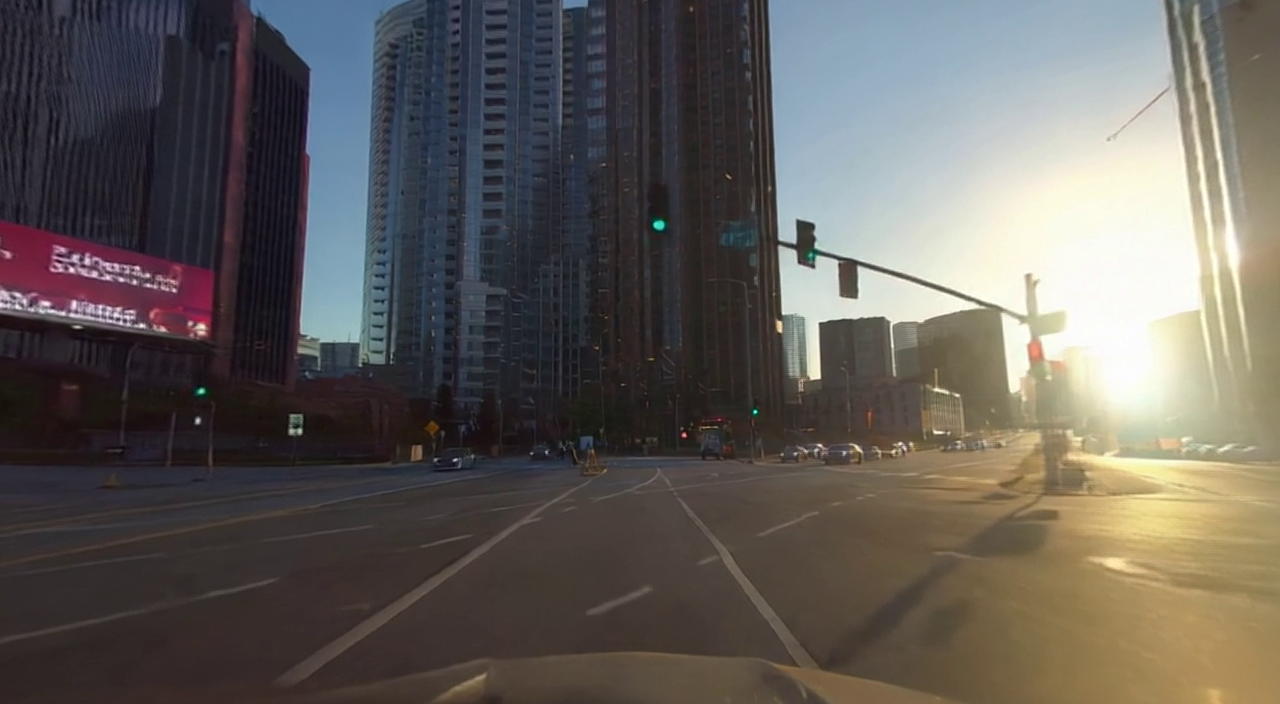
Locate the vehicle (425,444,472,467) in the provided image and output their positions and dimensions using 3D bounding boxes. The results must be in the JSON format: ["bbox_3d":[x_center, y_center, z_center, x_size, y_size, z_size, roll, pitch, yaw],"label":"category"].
[{"bbox_3d":[-14.909,8.062,49.467,2.161,1.681,4.743,0,-8,1],"label":"vehicle"}]

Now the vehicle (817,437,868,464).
[{"bbox_3d":[14.637,7.051,45.387,2.232,1.814,5.285,-5,-10,31],"label":"vehicle"}]

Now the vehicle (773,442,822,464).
[{"bbox_3d":[11.668,7.420,46.510,2.023,1.527,5.016,-5,-10,31],"label":"vehicle"}]
